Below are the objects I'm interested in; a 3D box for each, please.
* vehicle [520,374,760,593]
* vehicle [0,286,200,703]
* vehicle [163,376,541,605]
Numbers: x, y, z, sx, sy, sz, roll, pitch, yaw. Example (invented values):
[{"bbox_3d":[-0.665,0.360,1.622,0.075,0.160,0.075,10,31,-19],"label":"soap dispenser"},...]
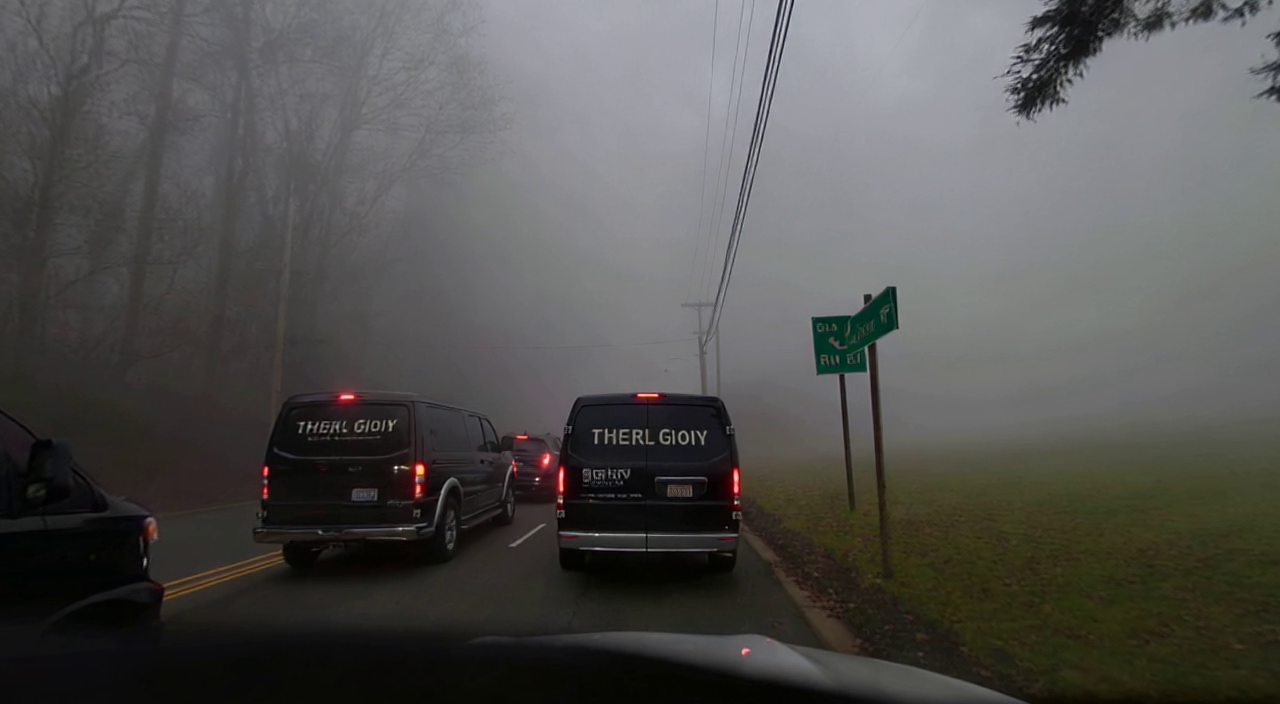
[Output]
[{"bbox_3d":[0.109,1.461,7.697,2.117,1.911,4.095,-1,-8,3],"label":"vehicle"},{"bbox_3d":[-3.107,0.452,0.245,2.160,1.796,4.997,0,-8,1],"label":"vehicle"},{"bbox_3d":[-2.754,1.477,7.610,2.109,1.851,4.749,-1,-8,3],"label":"vehicle"}]
